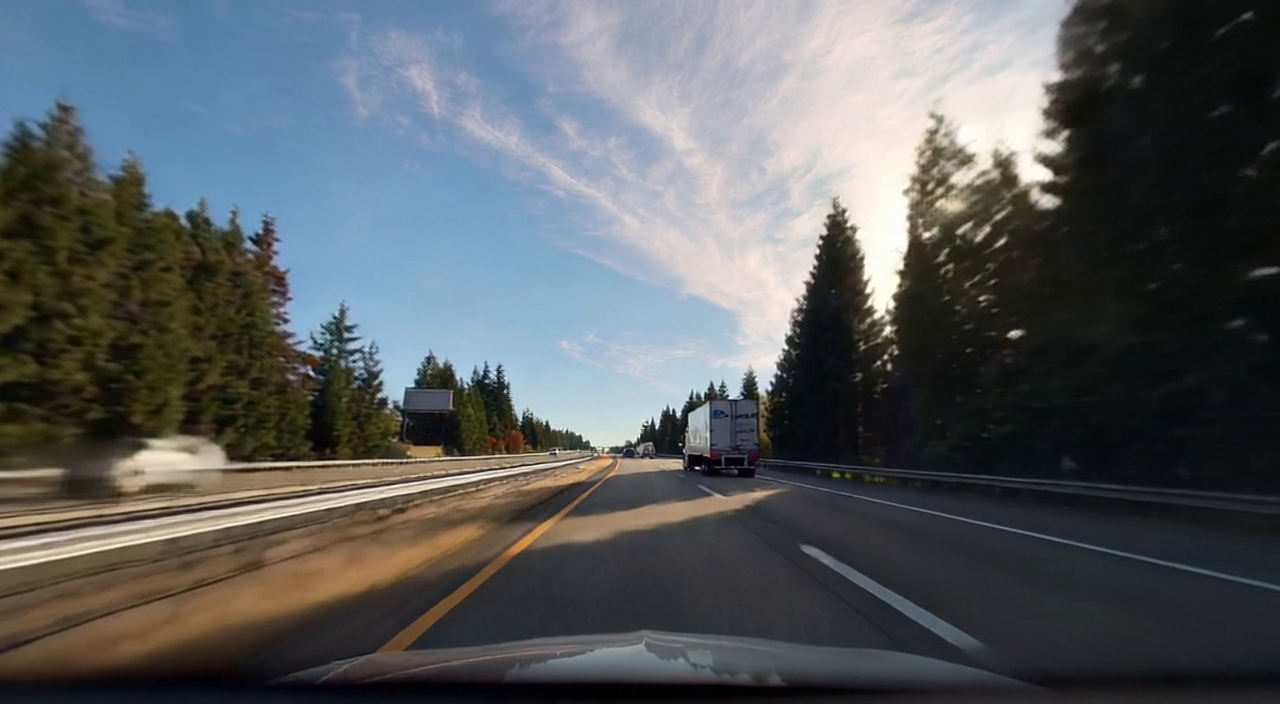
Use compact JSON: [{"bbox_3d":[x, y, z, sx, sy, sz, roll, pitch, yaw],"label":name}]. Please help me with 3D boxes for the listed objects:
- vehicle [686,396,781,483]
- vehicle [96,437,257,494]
[{"bbox_3d":[4.139,4.381,30.986,2.876,3.419,11.591,0,-9,0],"label":"vehicle"},{"bbox_3d":[-13.091,3.215,18.121,1.792,1.449,3.693,0,-9,0],"label":"vehicle"}]
